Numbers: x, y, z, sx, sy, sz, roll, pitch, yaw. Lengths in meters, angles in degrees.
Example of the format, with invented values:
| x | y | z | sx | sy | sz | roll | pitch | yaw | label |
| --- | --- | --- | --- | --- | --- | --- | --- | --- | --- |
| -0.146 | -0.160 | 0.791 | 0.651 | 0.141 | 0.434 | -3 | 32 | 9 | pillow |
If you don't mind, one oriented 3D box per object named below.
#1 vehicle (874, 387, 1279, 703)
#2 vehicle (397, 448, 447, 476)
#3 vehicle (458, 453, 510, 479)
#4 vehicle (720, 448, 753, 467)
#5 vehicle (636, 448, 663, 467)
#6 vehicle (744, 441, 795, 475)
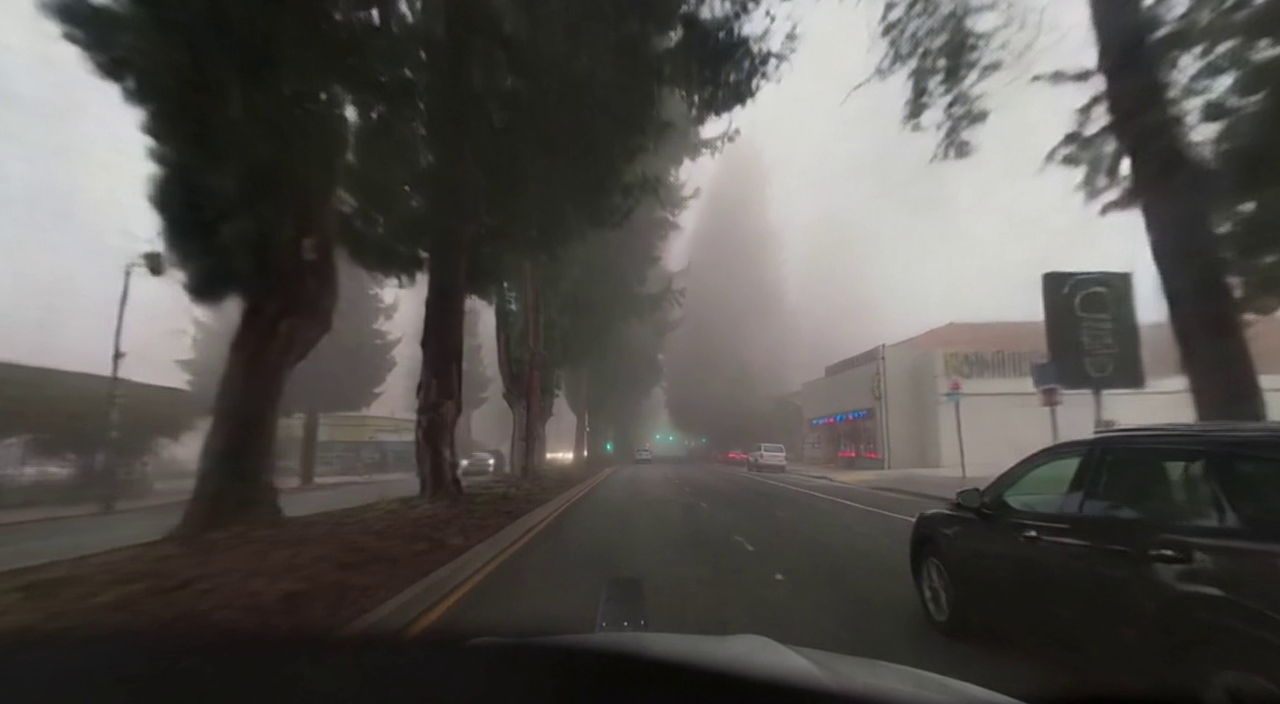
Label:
| x | y | z | sx | sy | sz | roll | pitch | yaw | label |
| --- | --- | --- | --- | --- | --- | --- | --- | --- | --- |
| 2.956 | 1.045 | 3.160 | 1.989 | 1.498 | 4.050 | 0 | -9 | 0 | vehicle |
| -15.860 | 8.017 | 46.094 | 1.972 | 1.898 | 4.556 | 0 | -9 | 0 | vehicle |
| -8.408 | 6.152 | 34.282 | 1.748 | 1.278 | 4.300 | 0 | -9 | 0 | vehicle |
| 7.563 | 8.314 | 49.823 | 1.874 | 1.438 | 4.466 | 0 | -9 | 0 | vehicle |
| 0.674 | 7.810 | 46.858 | 1.945 | 1.343 | 3.827 | 0 | -8 | 0 | vehicle |
| 7.550 | 6.199 | 37.176 | 2.050 | 1.838 | 4.535 | 0 | -9 | 0 | vehicle |
